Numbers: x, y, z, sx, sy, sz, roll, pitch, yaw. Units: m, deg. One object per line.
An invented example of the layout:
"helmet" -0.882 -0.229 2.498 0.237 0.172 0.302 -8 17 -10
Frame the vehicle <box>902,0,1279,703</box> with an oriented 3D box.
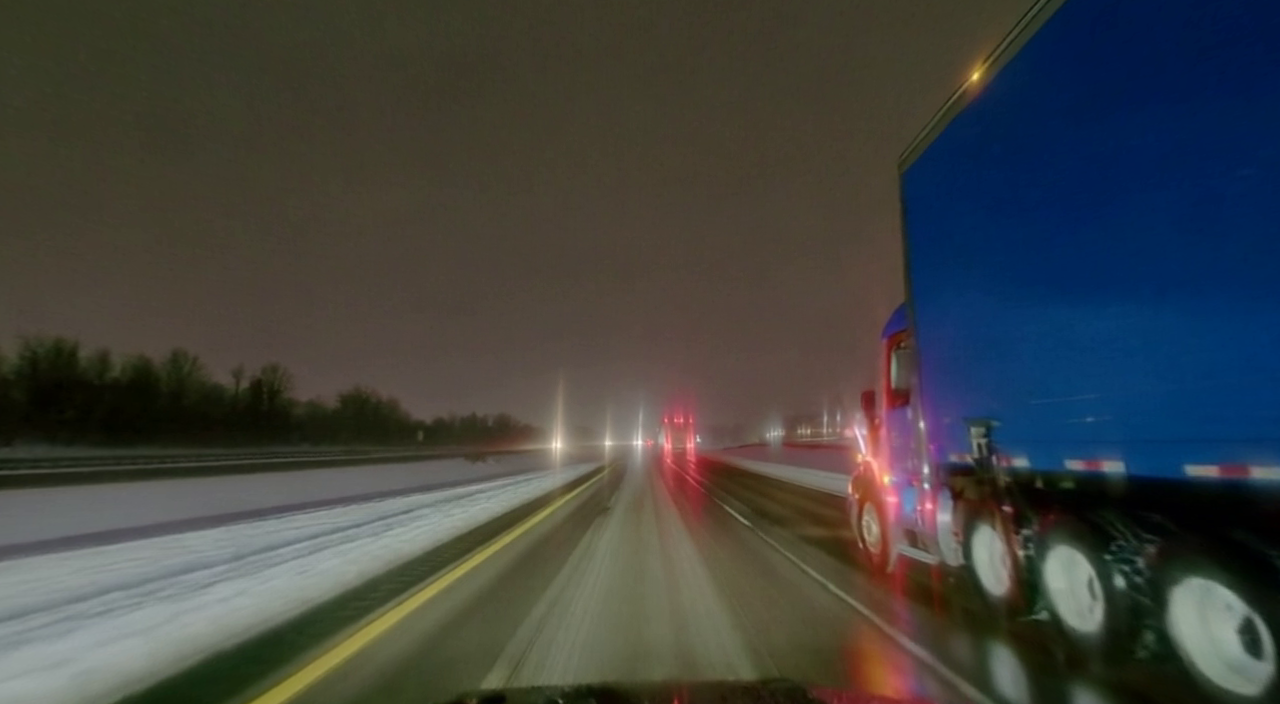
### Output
"vehicle" 4.009 -0.499 0.932 3.080 4.016 9.760 -1 -8 1
